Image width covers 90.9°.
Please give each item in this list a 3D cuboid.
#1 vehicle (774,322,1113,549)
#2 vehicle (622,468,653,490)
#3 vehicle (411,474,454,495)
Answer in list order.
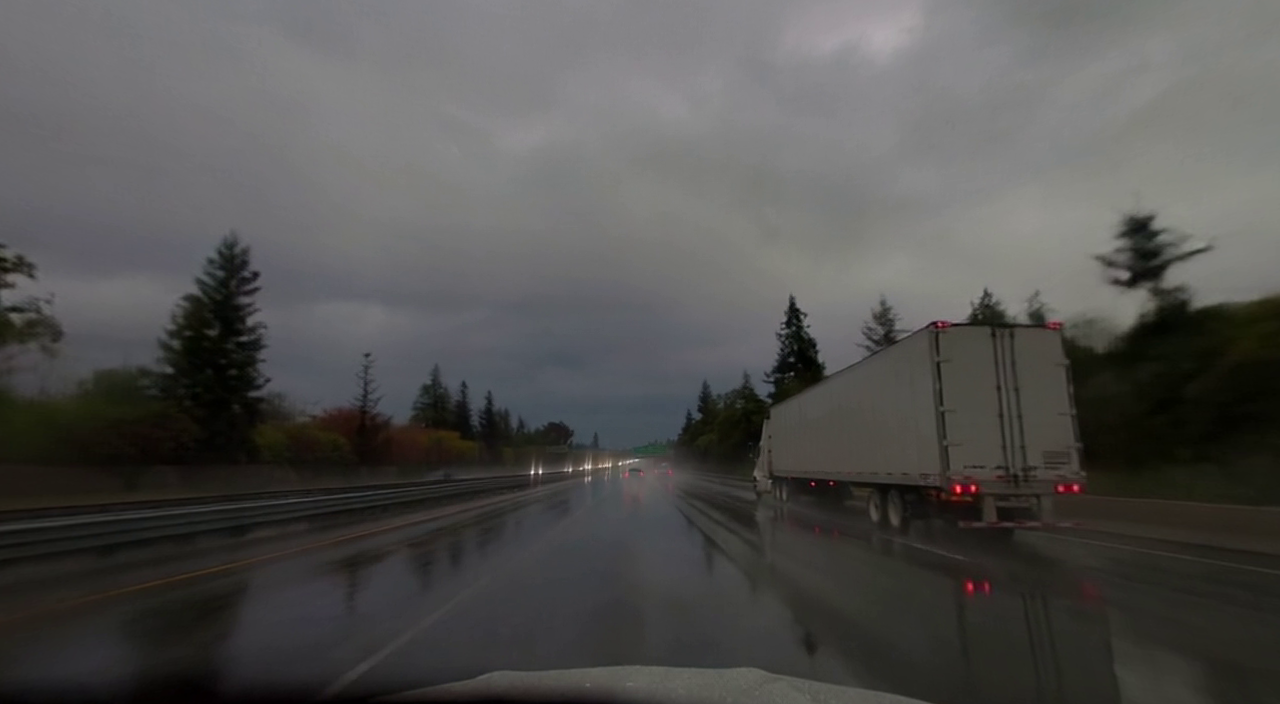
[{"bbox_3d":[6.869,2.710,18.270,2.926,4.073,13.836,1,-11,0],"label":"vehicle"},{"bbox_3d":[-0.185,8.900,44.242,2.029,1.459,3.684,1,-11,0],"label":"vehicle"},{"bbox_3d":[-15.758,10.068,48.029,1.840,1.425,4.145,1,-11,1],"label":"vehicle"}]
